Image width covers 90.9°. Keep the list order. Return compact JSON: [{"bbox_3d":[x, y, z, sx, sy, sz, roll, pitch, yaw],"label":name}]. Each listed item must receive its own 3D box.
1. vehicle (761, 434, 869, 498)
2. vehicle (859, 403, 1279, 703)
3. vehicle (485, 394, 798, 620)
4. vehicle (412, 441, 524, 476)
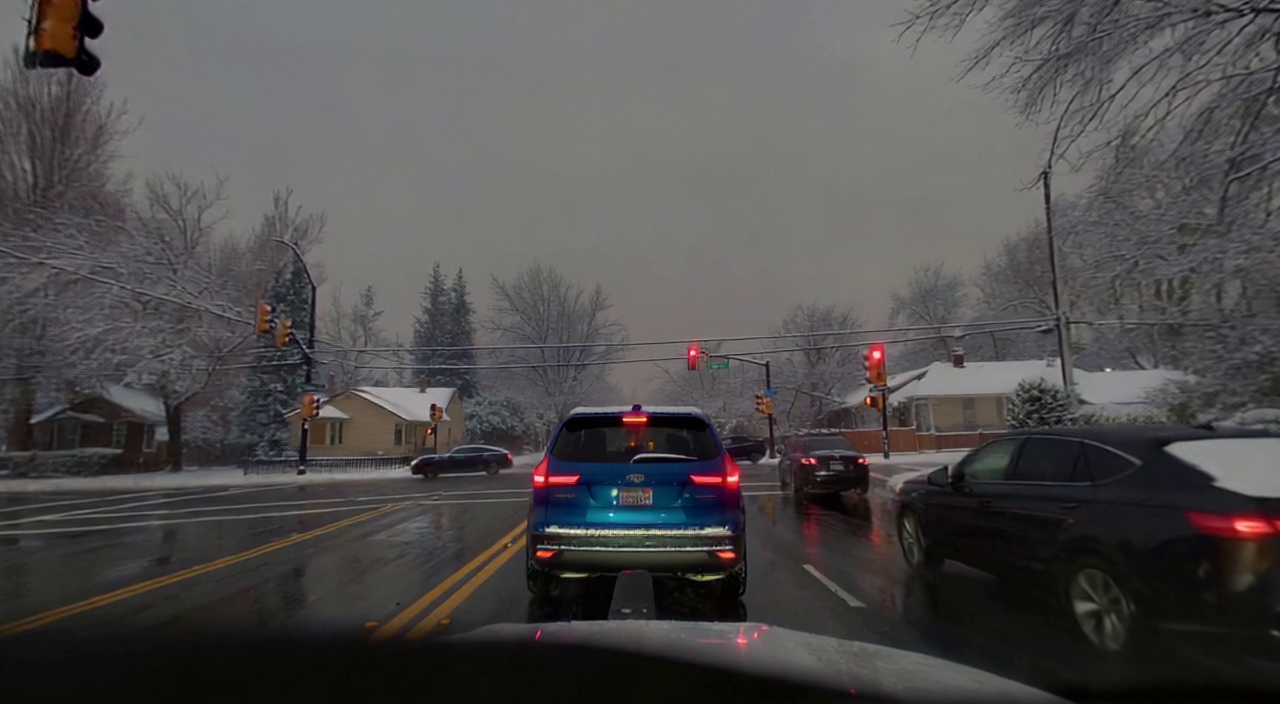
[{"bbox_3d":[4.579,3.045,17.201,1.934,1.506,4.282,-1,-8,3],"label":"vehicle"},{"bbox_3d":[3.710,1.353,5.362,2.077,1.527,4.755,0,-8,2],"label":"vehicle"},{"bbox_3d":[0.045,1.472,6.945,2.322,1.667,4.367,0,-8,1],"label":"vehicle"},{"bbox_3d":[-7.922,4.851,29.068,4.723,1.486,1.800,4,-9,-25],"label":"vehicle"}]
